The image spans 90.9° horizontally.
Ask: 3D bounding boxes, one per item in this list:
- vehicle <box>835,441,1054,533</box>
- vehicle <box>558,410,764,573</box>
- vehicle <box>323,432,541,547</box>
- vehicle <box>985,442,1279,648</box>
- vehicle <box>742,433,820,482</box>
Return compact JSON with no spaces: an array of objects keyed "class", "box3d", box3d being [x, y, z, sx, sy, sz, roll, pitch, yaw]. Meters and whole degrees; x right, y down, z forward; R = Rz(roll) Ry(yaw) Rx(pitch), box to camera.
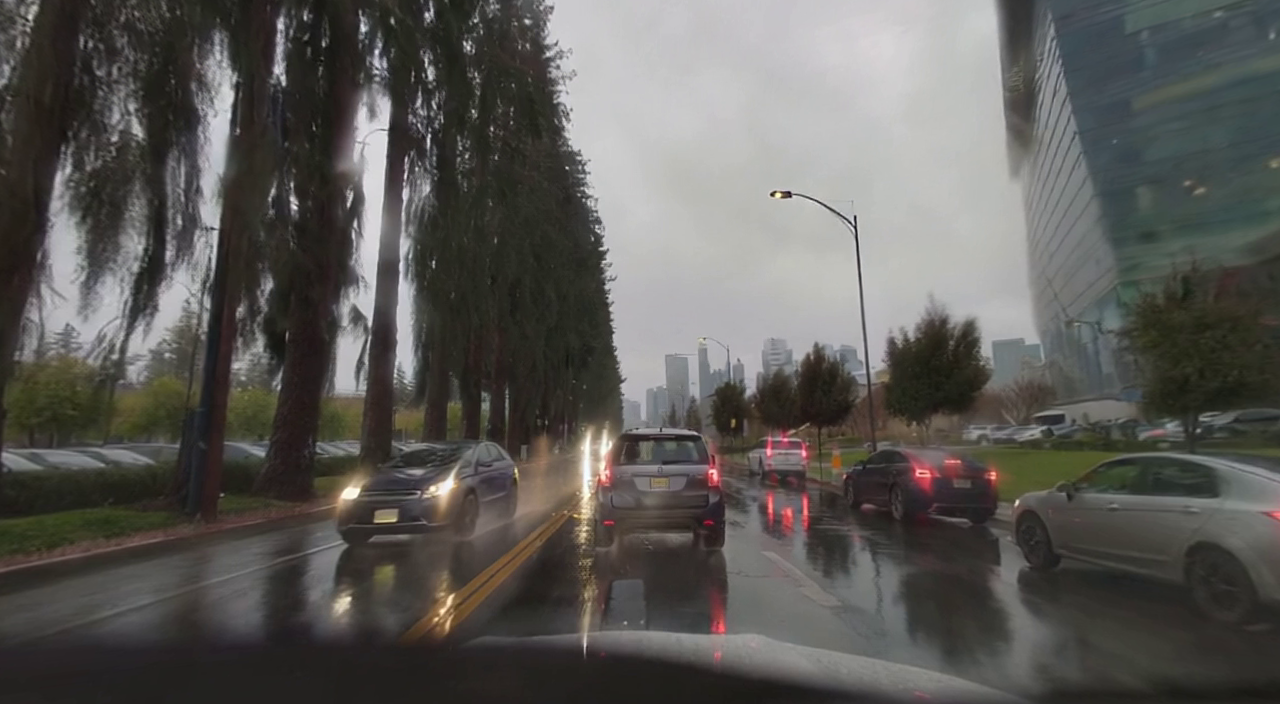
[{"class":"vehicle","box3d":[5.672,2.542,12.619,1.852,1.452,4.852,0,-9,-1]},{"class":"vehicle","box3d":[0.221,1.727,8.488,2.105,1.653,3.887,0,-9,0]},{"class":"vehicle","box3d":[-3.182,2.203,10.850,2.090,1.532,4.529,0,-9,2]},{"class":"vehicle","box3d":[5.544,1.623,6.076,1.809,1.478,4.623,0,-9,0]},{"class":"vehicle","box3d":[5.649,4.289,25.854,2.059,1.813,4.637,0,-9,-1]}]
